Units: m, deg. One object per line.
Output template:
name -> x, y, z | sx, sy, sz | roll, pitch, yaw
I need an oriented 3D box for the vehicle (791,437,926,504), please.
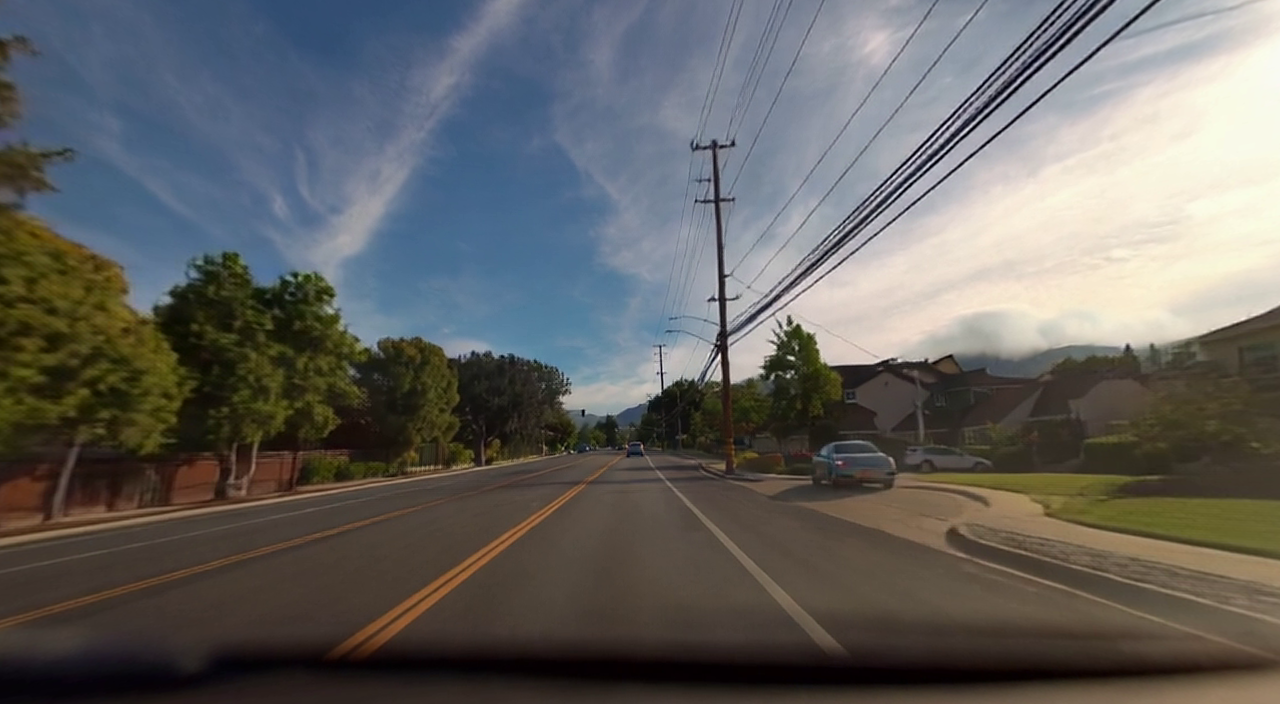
vehicle -> 6.005, 3.292, 18.048 | 2.039, 1.637, 4.782 | 0, -8, -1

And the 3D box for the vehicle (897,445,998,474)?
vehicle -> 15.104, 5.287, 31.069 | 4.034, 1.403, 1.821 | 0, -8, -2
